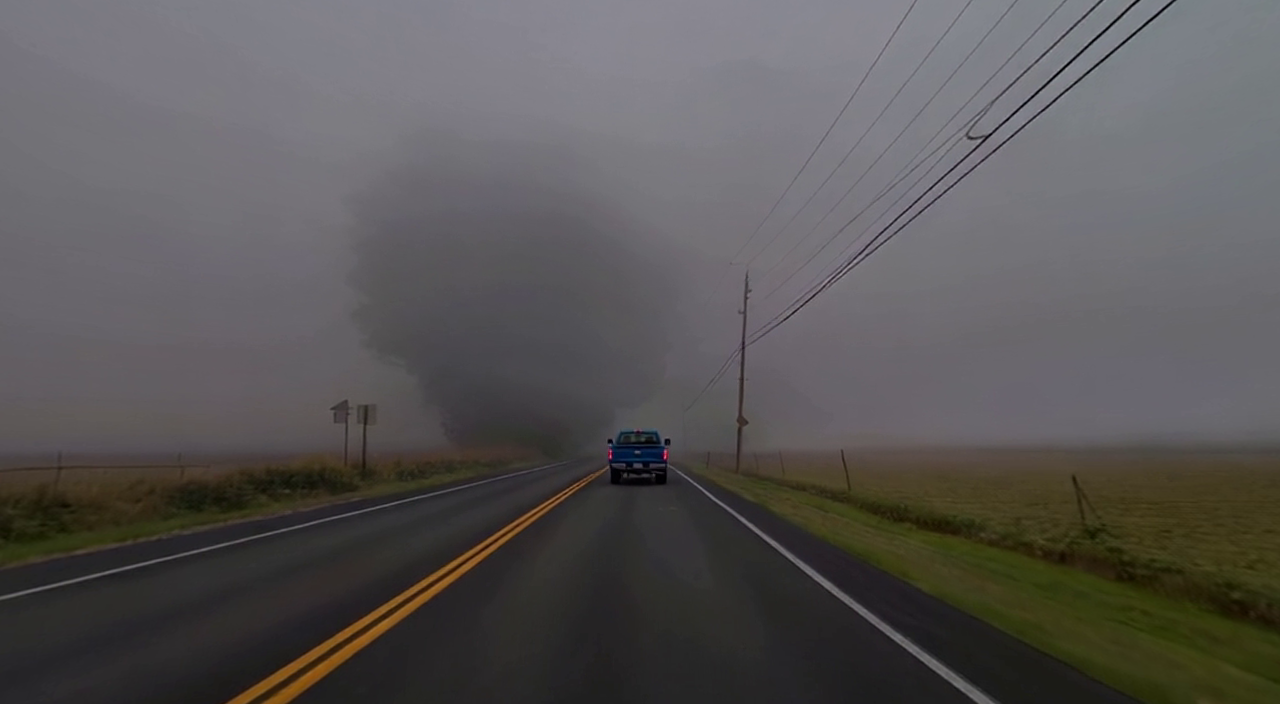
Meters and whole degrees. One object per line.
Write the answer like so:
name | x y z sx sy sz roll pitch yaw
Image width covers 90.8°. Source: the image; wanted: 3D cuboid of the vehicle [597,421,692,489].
vehicle | 0.071 3.691 23.029 2.921 2.031 7.416 0 -8 -1
